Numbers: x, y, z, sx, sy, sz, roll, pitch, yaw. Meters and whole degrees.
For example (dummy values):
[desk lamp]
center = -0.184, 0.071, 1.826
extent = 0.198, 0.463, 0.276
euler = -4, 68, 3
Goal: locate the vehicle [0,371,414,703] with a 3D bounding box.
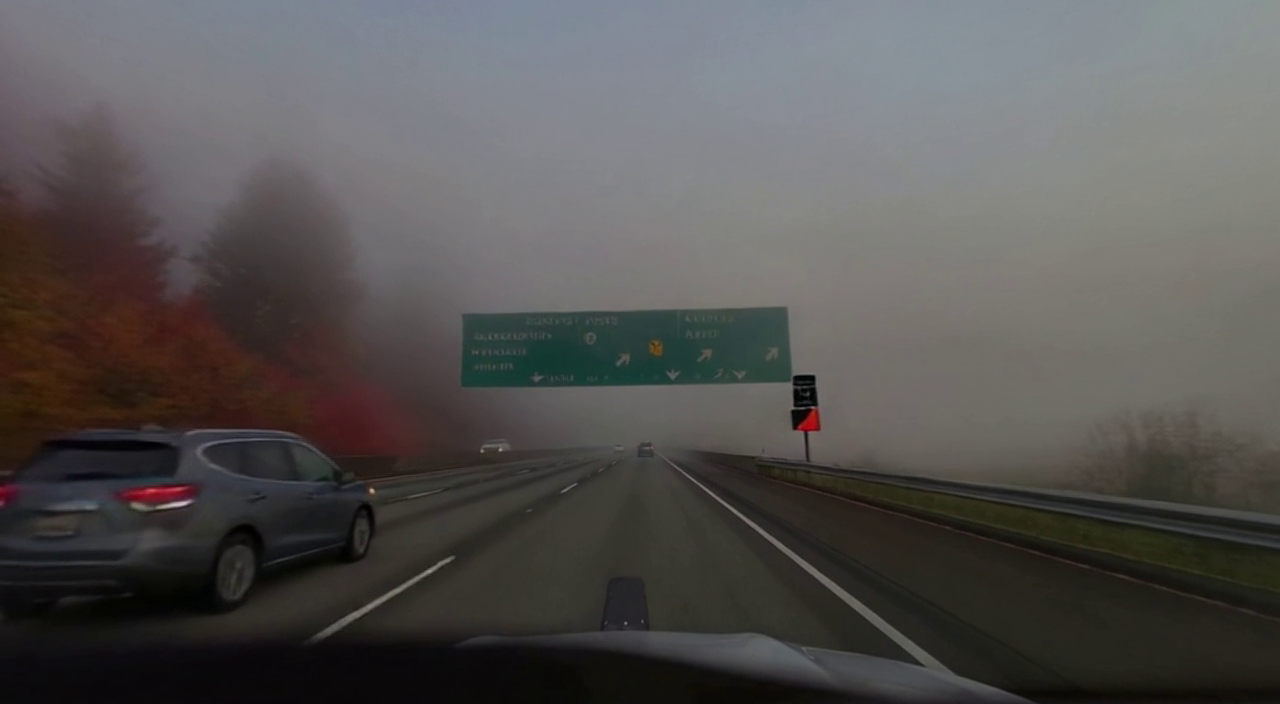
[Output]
[vehicle]
center = -3.622, 1.196, 4.778
extent = 2.061, 1.572, 4.814
euler = 0, -8, -1
